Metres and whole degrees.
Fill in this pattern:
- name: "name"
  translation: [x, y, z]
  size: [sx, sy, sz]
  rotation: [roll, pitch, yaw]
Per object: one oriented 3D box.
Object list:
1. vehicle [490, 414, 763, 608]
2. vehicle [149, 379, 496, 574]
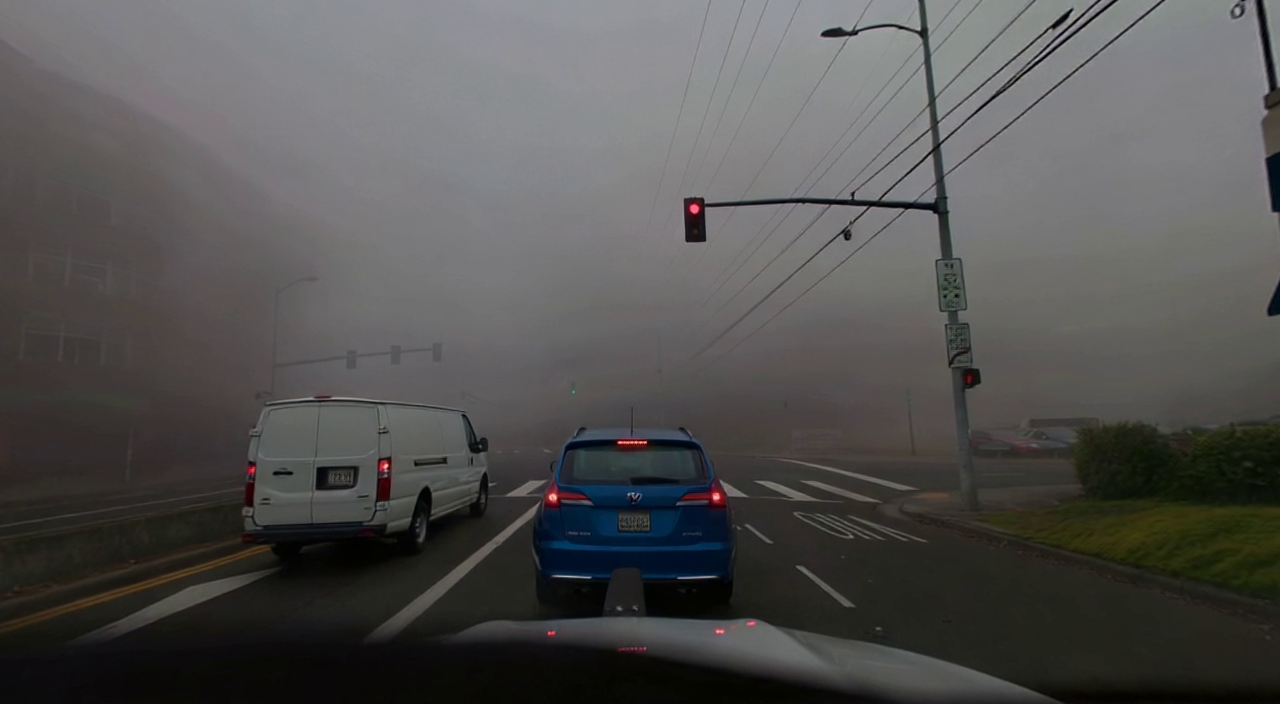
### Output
- name: "vehicle"
  translation: [-0.109, 1.467, 6.791]
  size: [2.064, 1.452, 3.942]
  rotation: [0, -8, 0]
- name: "vehicle"
  translation: [-3.573, 1.506, 8.520]
  size: [2.076, 1.820, 5.100]
  rotation: [0, -8, -1]
